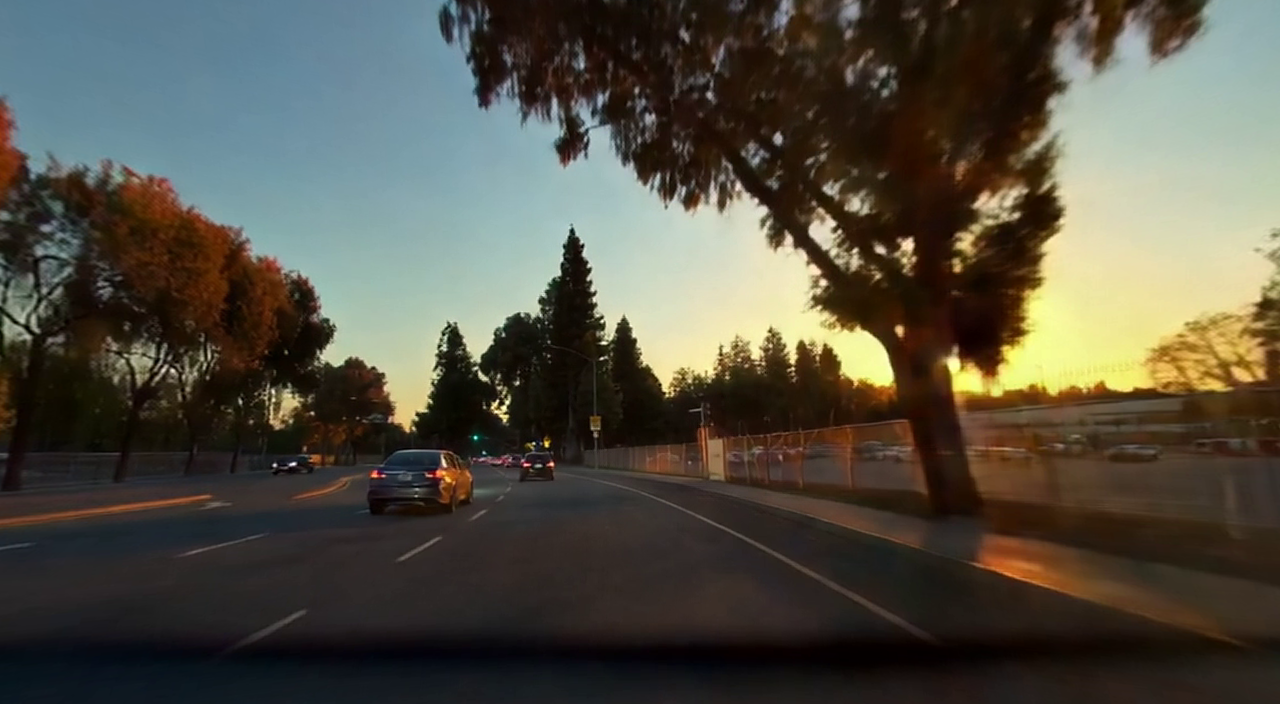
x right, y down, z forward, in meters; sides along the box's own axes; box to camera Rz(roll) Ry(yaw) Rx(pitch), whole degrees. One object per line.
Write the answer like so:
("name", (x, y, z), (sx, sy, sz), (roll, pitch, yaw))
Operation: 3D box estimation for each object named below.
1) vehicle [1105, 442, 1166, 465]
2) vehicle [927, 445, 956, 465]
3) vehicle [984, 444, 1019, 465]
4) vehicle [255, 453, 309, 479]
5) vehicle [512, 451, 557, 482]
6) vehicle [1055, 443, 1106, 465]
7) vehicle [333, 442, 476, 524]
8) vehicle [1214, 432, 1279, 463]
("vehicle", (33.469, 6.846, 42.810), (2.095, 1.470, 4.336), (-4, -9, 23))
("vehicle", (23.262, 7.957, 48.803), (1.863, 1.456, 4.250), (-4, -9, 24))
("vehicle", (26.631, 7.549, 46.596), (2.027, 1.455, 3.838), (-5, -10, 28))
("vehicle", (-27.489, 8.726, 48.712), (2.214, 1.844, 4.822), (1, -9, -12))
("vehicle", (-5.437, 5.871, 32.713), (2.147, 1.474, 4.083), (1, -9, -9))
("vehicle", (30.800, 7.153, 44.269), (1.904, 1.432, 4.640), (-4, -9, 23))
("vehicle", (-5.505, 3.079, 15.508), (2.105, 1.676, 4.541), (1, -9, -5))
("vehicle", (38.644, 6.016, 39.895), (2.141, 1.842, 5.582), (-5, -10, 29))
